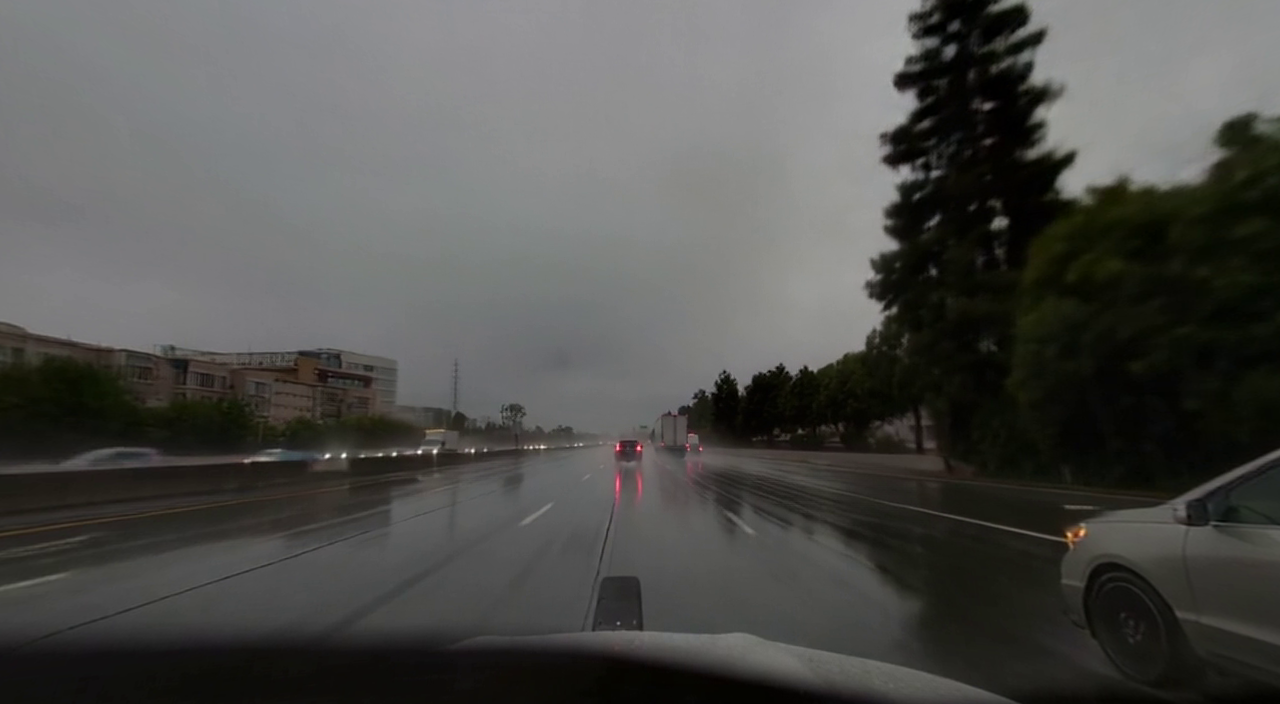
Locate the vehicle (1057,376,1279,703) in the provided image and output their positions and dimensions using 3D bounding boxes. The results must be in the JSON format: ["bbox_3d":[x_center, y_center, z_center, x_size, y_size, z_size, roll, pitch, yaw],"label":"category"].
[{"bbox_3d":[3.528,0.764,1.597,1.950,1.596,4.326,0,-8,0],"label":"vehicle"}]

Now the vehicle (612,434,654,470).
[{"bbox_3d":[-0.417,5.758,36.578,2.297,1.912,4.355,0,-8,-1],"label":"vehicle"}]

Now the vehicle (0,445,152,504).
[{"bbox_3d":[-18.450,3.764,20.028,2.031,1.618,4.888,0,-8,0],"label":"vehicle"}]
